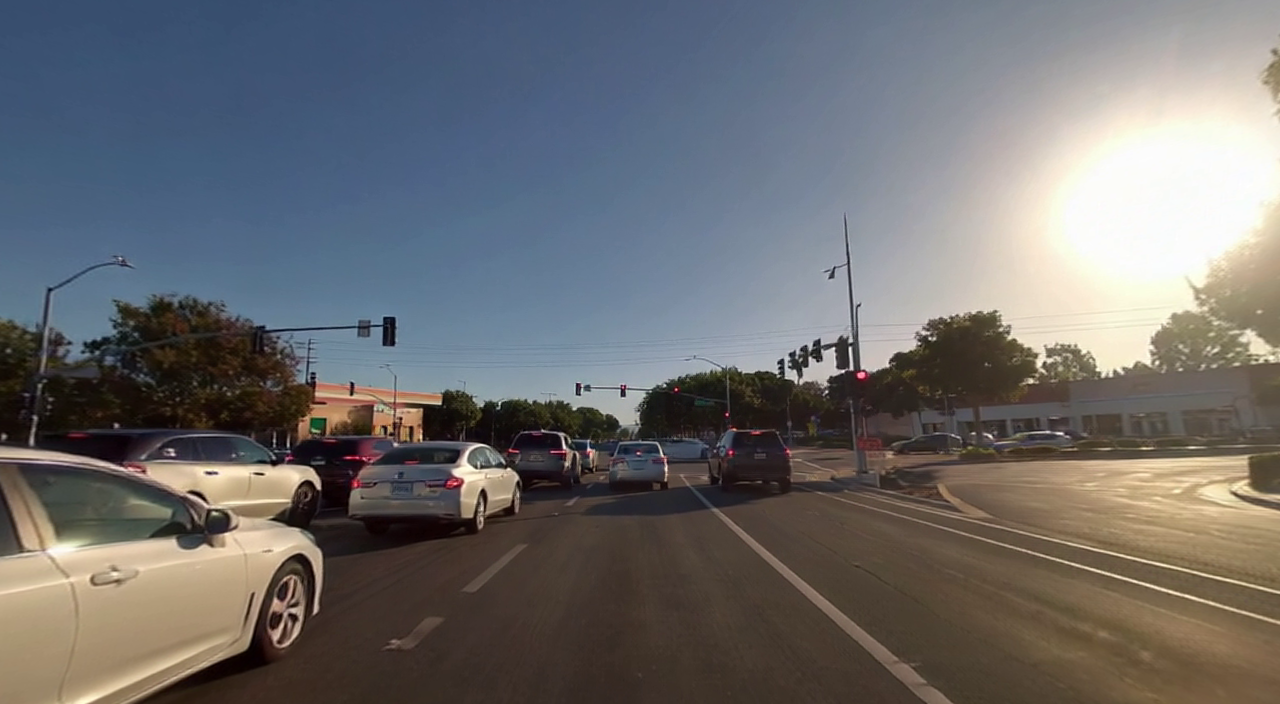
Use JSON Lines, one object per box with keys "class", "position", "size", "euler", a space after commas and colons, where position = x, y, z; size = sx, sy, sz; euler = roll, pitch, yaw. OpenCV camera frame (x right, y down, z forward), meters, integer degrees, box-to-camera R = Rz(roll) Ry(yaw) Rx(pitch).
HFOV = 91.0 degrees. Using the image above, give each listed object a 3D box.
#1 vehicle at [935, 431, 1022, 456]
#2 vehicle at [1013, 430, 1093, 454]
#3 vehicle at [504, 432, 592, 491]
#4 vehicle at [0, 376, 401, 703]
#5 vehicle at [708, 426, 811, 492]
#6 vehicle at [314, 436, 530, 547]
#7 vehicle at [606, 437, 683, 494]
{"class": "vehicle", "position": [23.341, 6.341, 43.546], "size": [4.781, 1.700, 1.986], "euler": [0, -9, 1]}
{"class": "vehicle", "position": [30.602, 6.696, 46.736], "size": [4.432, 1.680, 1.932], "euler": [0, -9, 2]}
{"class": "vehicle", "position": [-2.804, 3.479, 20.230], "size": [2.072, 1.694, 4.070], "euler": [0, -9, 2]}
{"class": "vehicle", "position": [-3.087, 0.933, 2.526], "size": [2.249, 1.517, 4.951], "euler": [0, -9, 1]}
{"class": "vehicle", "position": [3.366, 3.141, 18.735], "size": [2.076, 1.691, 4.402], "euler": [0, -9, -2]}
{"class": "vehicle", "position": [-3.320, 2.215, 10.688], "size": [2.014, 1.472, 4.357], "euler": [0, -9, 1]}
{"class": "vehicle", "position": [0.148, 3.325, 18.712], "size": [2.032, 1.499, 3.994], "euler": [0, -9, 1]}
